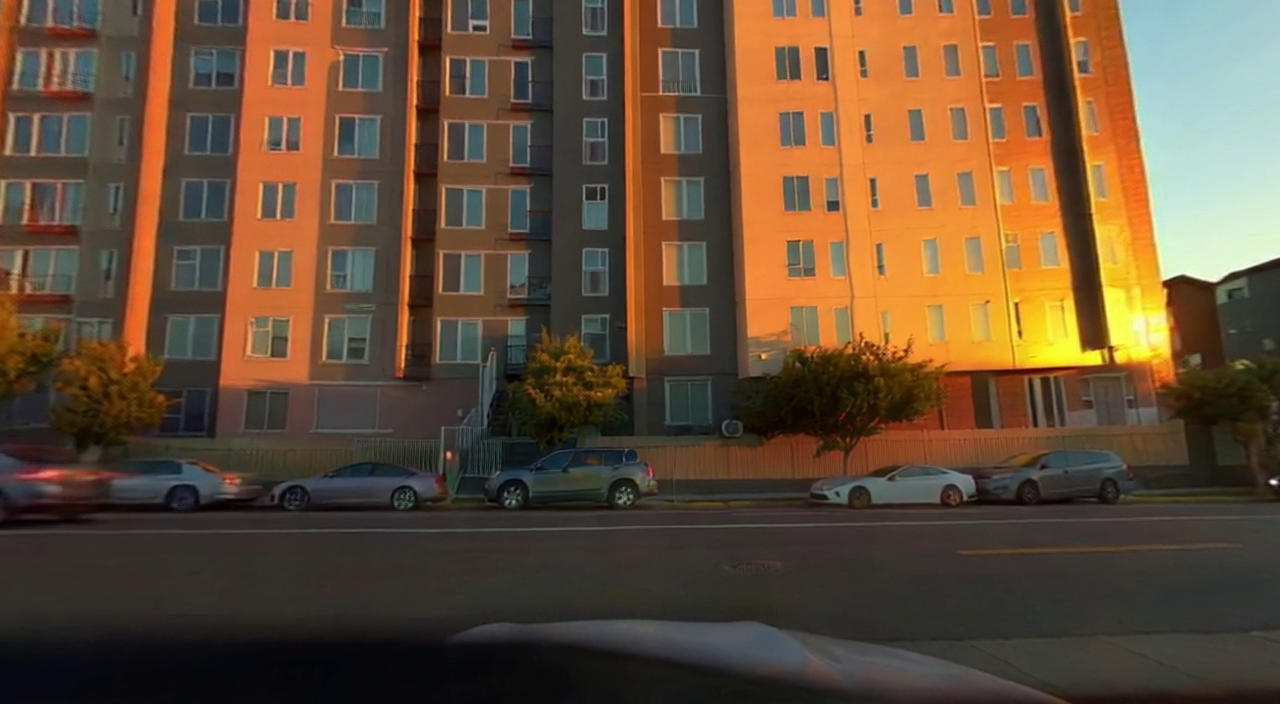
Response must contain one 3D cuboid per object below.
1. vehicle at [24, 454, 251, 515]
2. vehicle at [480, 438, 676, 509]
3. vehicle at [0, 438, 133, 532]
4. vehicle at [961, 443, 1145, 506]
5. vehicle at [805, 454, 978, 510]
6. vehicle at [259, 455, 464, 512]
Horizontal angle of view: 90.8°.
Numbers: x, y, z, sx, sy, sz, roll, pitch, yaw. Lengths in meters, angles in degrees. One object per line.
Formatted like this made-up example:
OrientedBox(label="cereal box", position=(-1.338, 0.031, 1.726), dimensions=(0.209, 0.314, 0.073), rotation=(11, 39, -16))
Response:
OrientedBox(label="vehicle", position=(-13.186, 3.477, 16.863), dimensions=(4.336, 1.438, 1.776), rotation=(1, -8, -8))
OrientedBox(label="vehicle", position=(-1.793, 3.475, 18.213), dimensions=(5.299, 1.860, 2.098), rotation=(2, -11, -10))
OrientedBox(label="vehicle", position=(-11.985, 2.276, 11.030), dimensions=(4.396, 1.501, 1.955), rotation=(1, -9, -7))
OrientedBox(label="vehicle", position=(13.048, 3.827, 20.127), dimensions=(4.544, 1.780, 1.966), rotation=(0, -8, -6))
OrientedBox(label="vehicle", position=(7.560, 3.899, 19.174), dimensions=(4.521, 1.411, 1.726), rotation=(0, -9, -9))
OrientedBox(label="vehicle", position=(-7.523, 3.631, 17.549), dimensions=(4.851, 1.339, 1.785), rotation=(0, -12, -7))
